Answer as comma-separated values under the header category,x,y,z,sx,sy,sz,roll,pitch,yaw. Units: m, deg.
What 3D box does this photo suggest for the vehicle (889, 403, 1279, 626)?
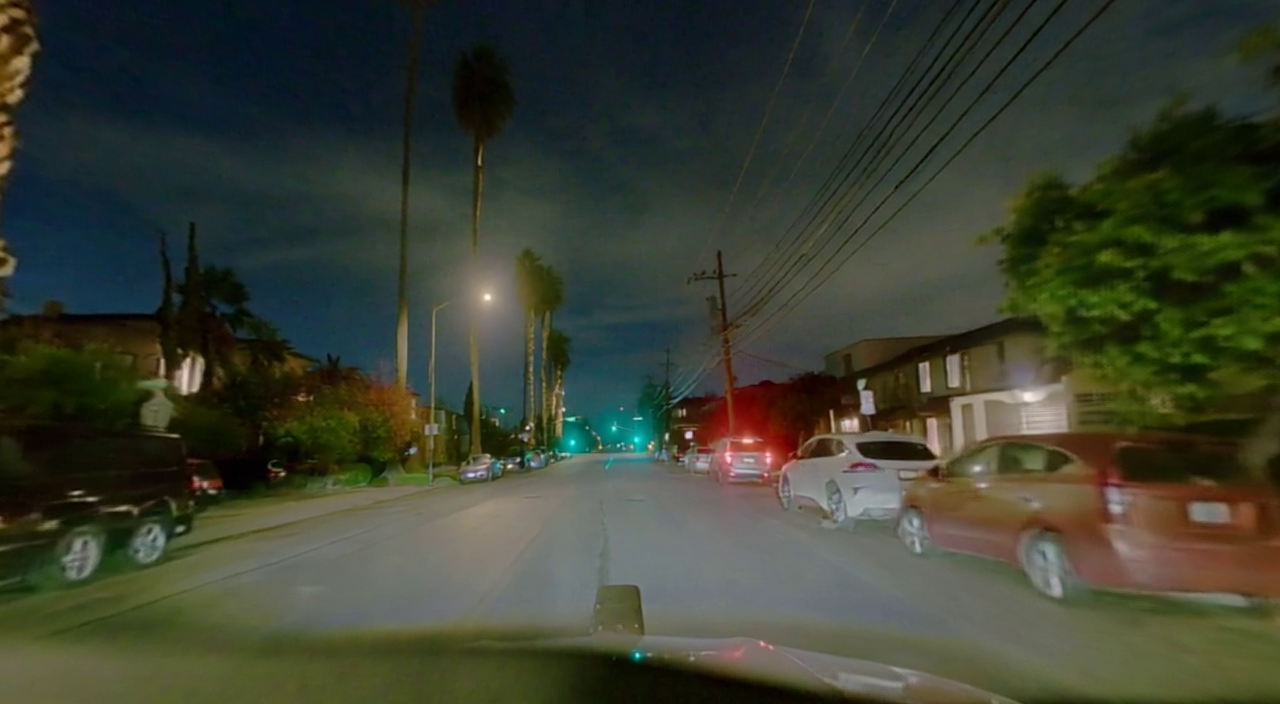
category,x,y,z,sx,sy,sz,roll,pitch,yaw
vehicle,4.608,1.552,7.017,1.894,1.675,4.294,0,-8,0

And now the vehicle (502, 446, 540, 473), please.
category,x,y,z,sx,sy,sz,roll,pitch,yaw
vehicle,-9.203,8.344,49.206,2.077,1.888,4.551,-2,-8,0

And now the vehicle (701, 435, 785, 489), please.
category,x,y,z,sx,sy,sz,roll,pitch,yaw
vehicle,3.751,4.105,23.981,2.115,1.826,4.871,0,-8,-3

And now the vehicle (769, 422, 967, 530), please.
category,x,y,z,sx,sy,sz,roll,pitch,yaw
vehicle,4.244,2.384,12.779,1.922,1.761,4.633,1,-9,-5

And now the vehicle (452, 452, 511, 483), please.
category,x,y,z,sx,sy,sz,roll,pitch,yaw
vehicle,-8.464,6.170,34.160,2.013,1.483,4.645,0,-8,-1

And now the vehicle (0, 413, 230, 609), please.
category,x,y,z,sx,sy,sz,roll,pitch,yaw
vehicle,-7.614,1.727,7.197,2.300,1.943,5.744,0,-8,-4
